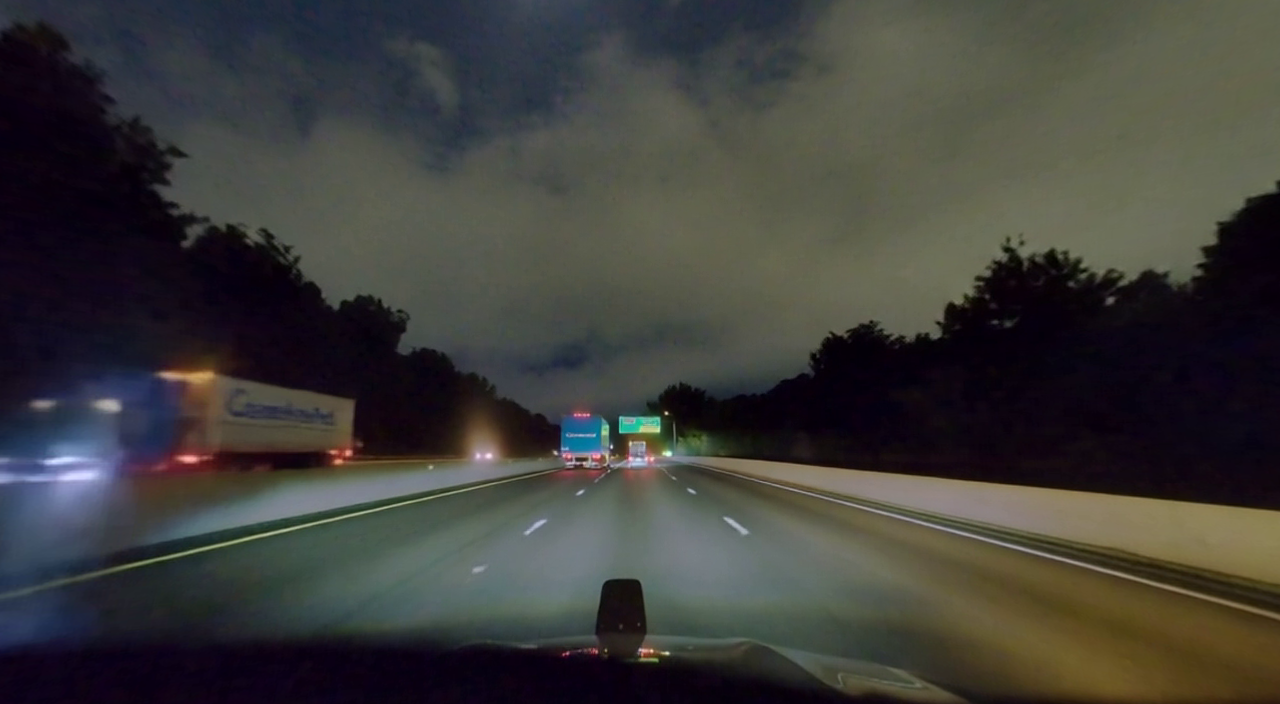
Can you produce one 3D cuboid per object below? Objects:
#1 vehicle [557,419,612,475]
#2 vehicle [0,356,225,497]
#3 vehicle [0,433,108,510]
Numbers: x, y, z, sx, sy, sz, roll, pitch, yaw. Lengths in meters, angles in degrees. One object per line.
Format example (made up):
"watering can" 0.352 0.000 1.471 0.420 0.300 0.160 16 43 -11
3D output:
"vehicle" -3.273 5.867 38.870 2.695 3.151 6.885 0 -9 0
"vehicle" -17.298 2.529 20.786 3.012 3.971 5.873 0 -9 0
"vehicle" -13.238 2.399 12.708 1.777 1.473 3.648 0 -9 0
